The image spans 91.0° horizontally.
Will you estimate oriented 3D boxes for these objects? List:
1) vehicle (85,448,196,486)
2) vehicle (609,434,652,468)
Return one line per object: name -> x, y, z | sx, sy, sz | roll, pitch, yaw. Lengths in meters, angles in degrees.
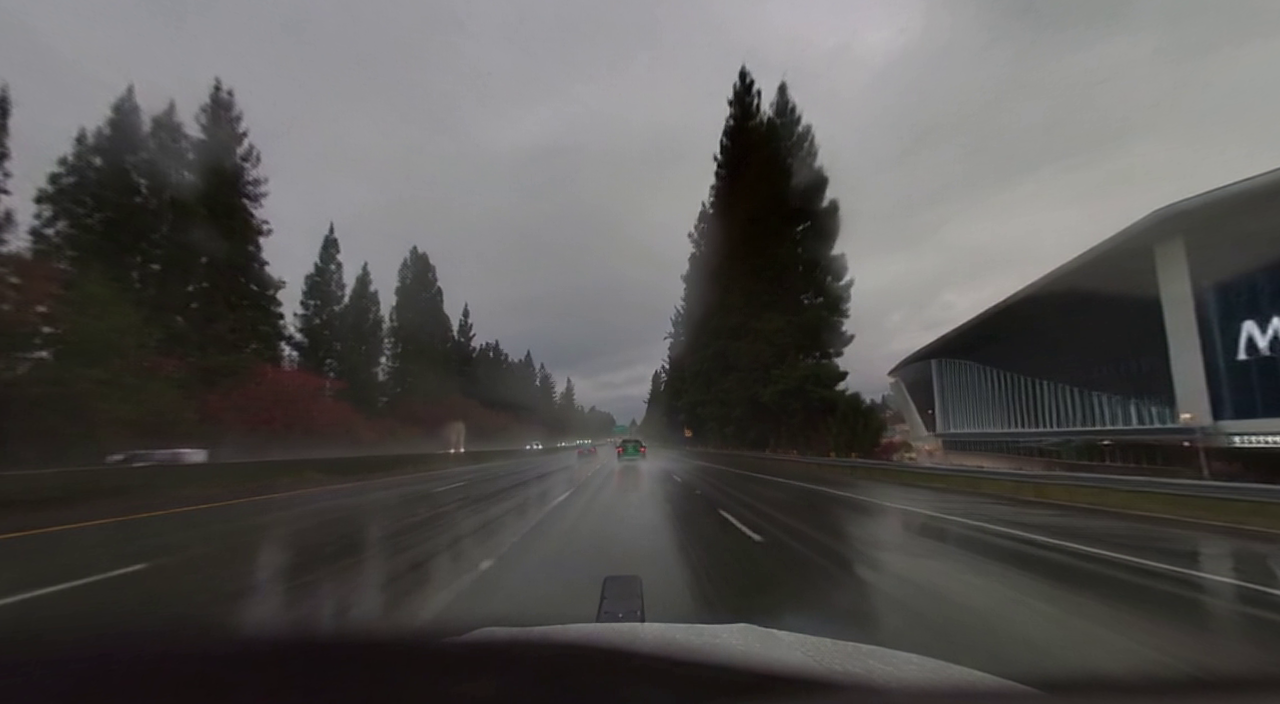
vehicle -> -27.165, 6.216, 34.466 | 2.288, 1.842, 4.610 | 0, -8, -1
vehicle -> -0.571, 5.703, 36.360 | 2.302, 1.810, 4.707 | 0, -8, -1
